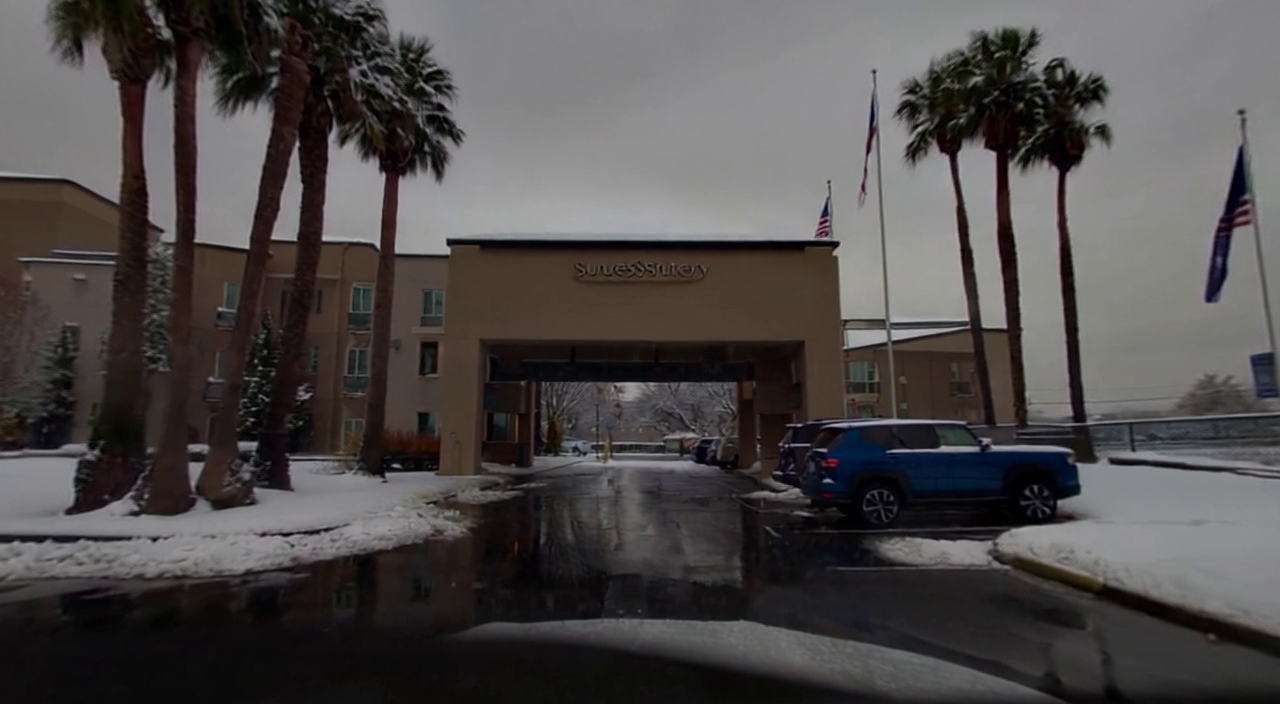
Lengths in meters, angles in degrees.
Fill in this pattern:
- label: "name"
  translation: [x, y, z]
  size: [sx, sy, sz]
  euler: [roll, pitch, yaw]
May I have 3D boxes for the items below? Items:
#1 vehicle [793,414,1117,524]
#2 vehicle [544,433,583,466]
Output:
- label: "vehicle"
  translation: [5.218, 2.001, 11.009]
  size: [4.567, 1.723, 1.926]
  euler: [0, -8, 2]
- label: "vehicle"
  translation: [-5.401, 6.892, 44.876]
  size: [1.943, 1.890, 4.472]
  euler: [3, -4, 3]
